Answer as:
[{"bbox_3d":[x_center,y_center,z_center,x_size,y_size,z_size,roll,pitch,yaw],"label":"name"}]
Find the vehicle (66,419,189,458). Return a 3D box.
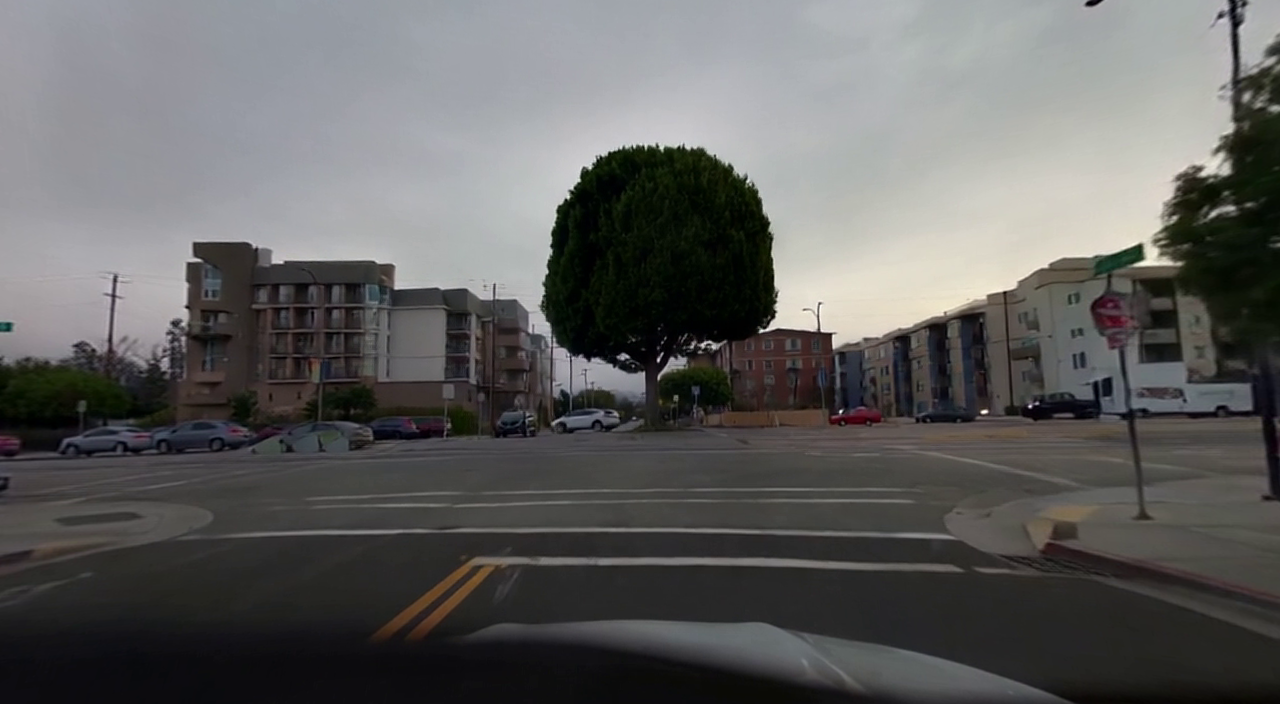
[{"bbox_3d":[-25.246,4.290,31.110,4.696,1.801,1.948,-2,-9,10],"label":"vehicle"}]

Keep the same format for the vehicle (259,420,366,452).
[{"bbox_3d":[-15.514,3.999,29.951,4.233,1.432,1.755,-2,-9,8],"label":"vehicle"}]

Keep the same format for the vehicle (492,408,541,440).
[{"bbox_3d":[-7.288,4.364,37.755,2.156,1.620,4.945,3,-9,-3],"label":"vehicle"}]

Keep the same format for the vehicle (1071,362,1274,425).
[{"bbox_3d":[34.655,2.765,41.237,10.986,3.604,2.707,-2,-7,-4],"label":"vehicle"}]

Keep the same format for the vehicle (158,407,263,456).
[{"bbox_3d":[-20.758,3.883,30.549,3.506,2.261,2.158,-1,-9,8],"label":"vehicle"}]

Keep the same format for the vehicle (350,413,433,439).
[{"bbox_3d":[-16.234,4.906,41.373,2.010,1.583,4.582,-6,-11,36],"label":"vehicle"}]
